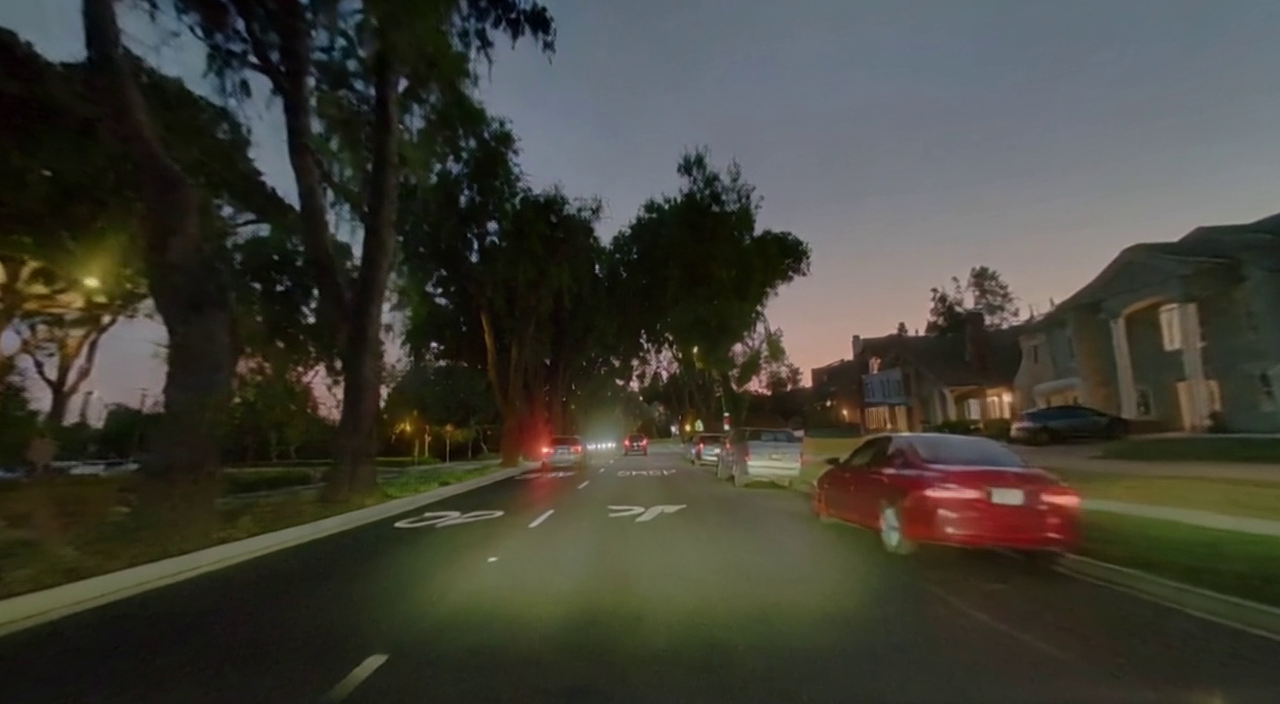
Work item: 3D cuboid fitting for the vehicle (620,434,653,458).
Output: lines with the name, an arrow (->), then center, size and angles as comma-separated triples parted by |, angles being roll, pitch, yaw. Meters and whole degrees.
vehicle -> -0.235, 6.491, 43.807 | 2.142, 1.548, 4.273 | -2, -8, 0

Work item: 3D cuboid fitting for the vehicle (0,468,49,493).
vehicle -> -48.962, 10.008, 49.141 | 1.860, 1.676, 4.164 | -1, -8, 3

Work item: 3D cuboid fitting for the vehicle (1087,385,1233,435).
vehicle -> 19.301, 2.258, 23.762 | 1.938, 1.668, 4.286 | -2, -8, 3

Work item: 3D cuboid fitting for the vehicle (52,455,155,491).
vehicle -> -41.311, 9.284, 48.902 | 2.306, 2.086, 6.132 | -3, -6, 5

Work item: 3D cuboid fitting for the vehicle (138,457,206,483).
vehicle -> -36.508, 9.193, 49.418 | 1.890, 1.711, 4.456 | -2, -8, 1

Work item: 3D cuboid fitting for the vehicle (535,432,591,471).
vehicle -> -3.663, 4.793, 30.787 | 2.129, 1.668, 4.722 | -2, -8, 0

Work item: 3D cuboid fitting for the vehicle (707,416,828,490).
vehicle -> 3.609, 2.981, 19.077 | 2.273, 1.860, 5.077 | -1, -8, -3

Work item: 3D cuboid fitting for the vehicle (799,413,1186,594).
vehicle -> 3.674, 1.630, 7.920 | 2.019, 1.495, 4.755 | -2, -8, -1
